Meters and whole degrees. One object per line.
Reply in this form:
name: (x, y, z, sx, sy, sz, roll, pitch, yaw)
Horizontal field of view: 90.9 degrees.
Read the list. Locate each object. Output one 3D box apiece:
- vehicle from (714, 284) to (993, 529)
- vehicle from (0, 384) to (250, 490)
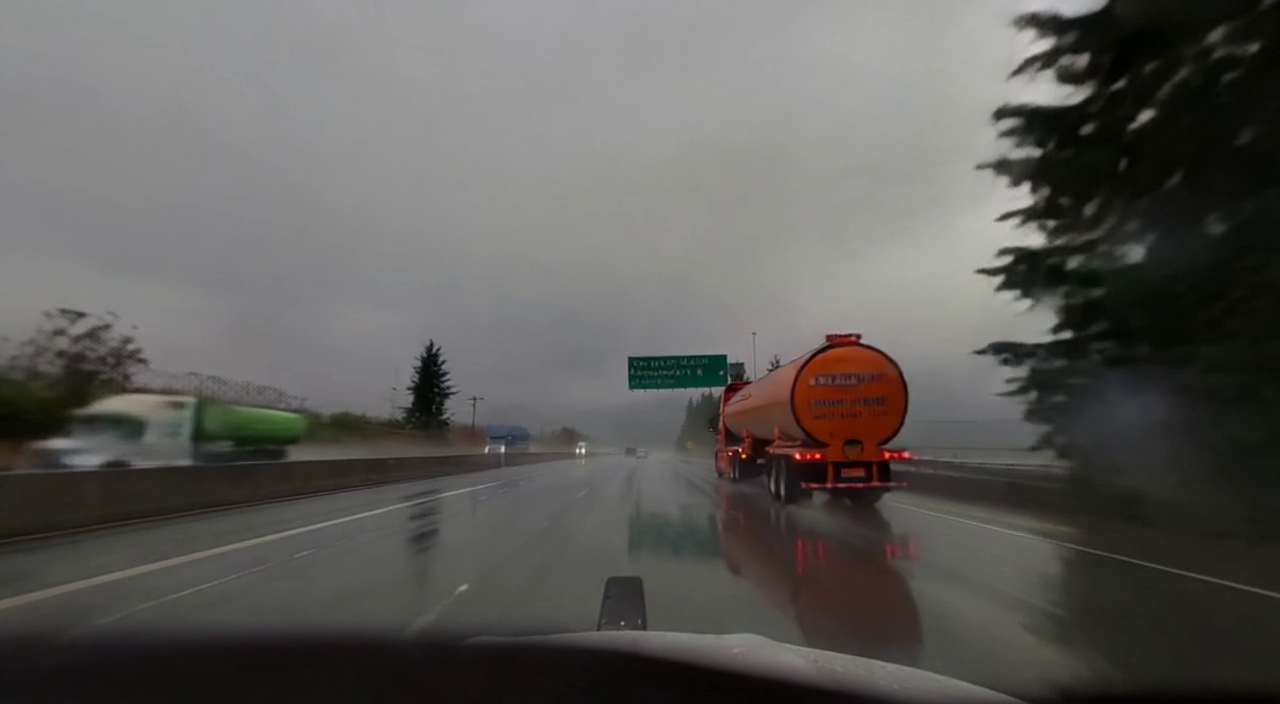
vehicle: (4.340, 1.896, 17.366, 2.784, 4.080, 13.516, -2, -9, 0)
vehicle: (-19.522, 3.412, 24.729, 2.858, 3.421, 8.433, 0, -9, 1)
